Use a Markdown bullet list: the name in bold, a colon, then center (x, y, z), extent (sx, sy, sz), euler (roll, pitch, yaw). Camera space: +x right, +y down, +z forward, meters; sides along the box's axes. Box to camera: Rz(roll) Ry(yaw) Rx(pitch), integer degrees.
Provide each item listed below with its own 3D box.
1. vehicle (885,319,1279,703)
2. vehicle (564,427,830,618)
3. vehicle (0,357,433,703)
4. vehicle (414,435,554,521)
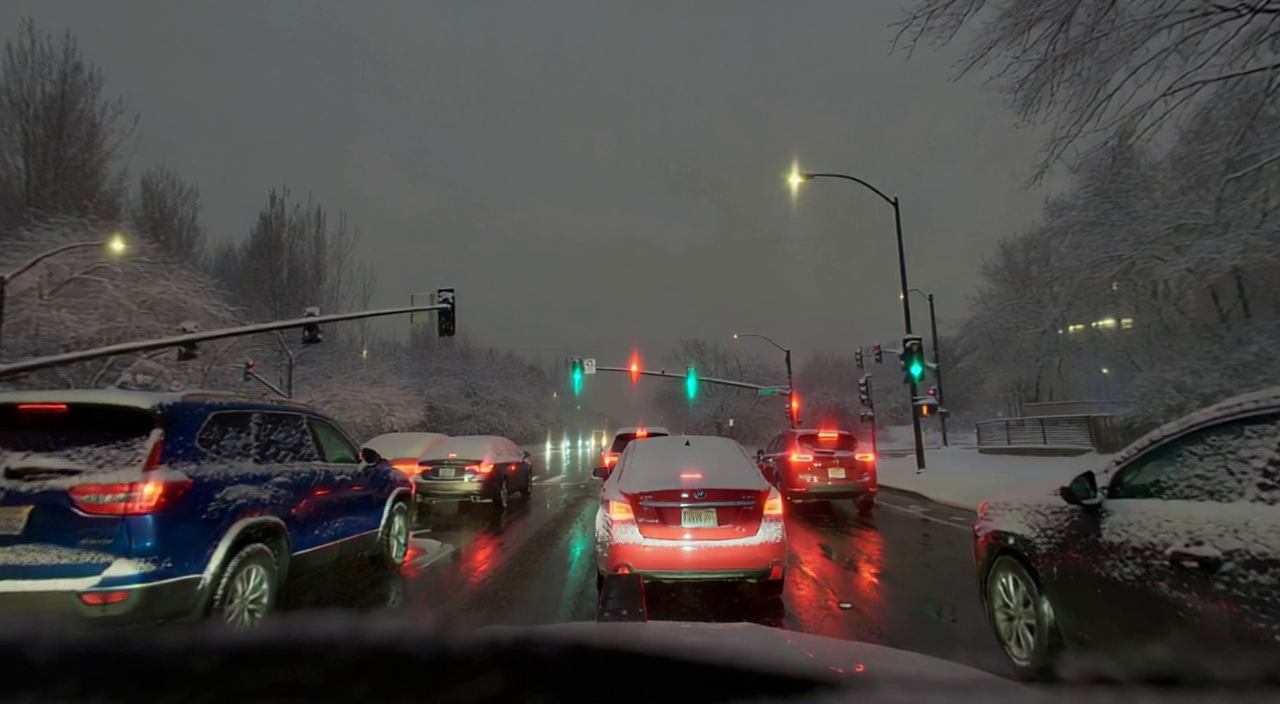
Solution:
- **vehicle**: center (3.042, 0.922, 3.052), extent (1.880, 1.747, 4.500), euler (0, -8, 0)
- **vehicle**: center (0.440, 1.614, 6.883), extent (2.051, 1.460, 3.932), euler (0, -8, 0)
- **vehicle**: center (-3.465, 1.218, 5.280), extent (1.889, 1.767, 4.289), euler (0, -8, 1)
- **vehicle**: center (-3.073, 2.565, 13.325), extent (1.868, 1.516, 4.114), euler (0, -8, 0)
